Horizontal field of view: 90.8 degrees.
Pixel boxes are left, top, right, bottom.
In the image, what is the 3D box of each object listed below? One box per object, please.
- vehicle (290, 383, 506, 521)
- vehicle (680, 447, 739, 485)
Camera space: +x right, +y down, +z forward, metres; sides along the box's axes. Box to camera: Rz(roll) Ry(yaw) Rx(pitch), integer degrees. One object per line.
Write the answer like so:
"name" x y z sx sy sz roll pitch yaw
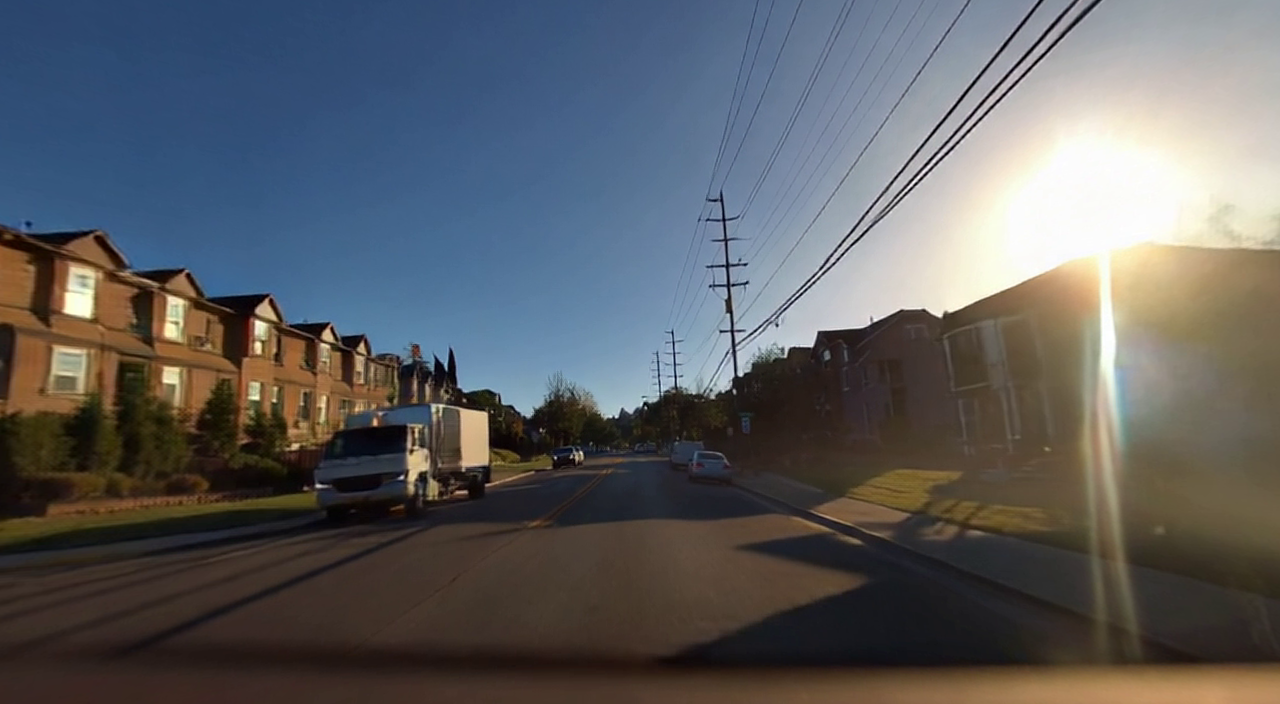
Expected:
"vehicle" -6.546 2.964 18.923 3.197 3.187 7.847 -1 -9 2
"vehicle" 2.900 4.882 27.331 1.890 1.463 4.952 0 -9 -1
